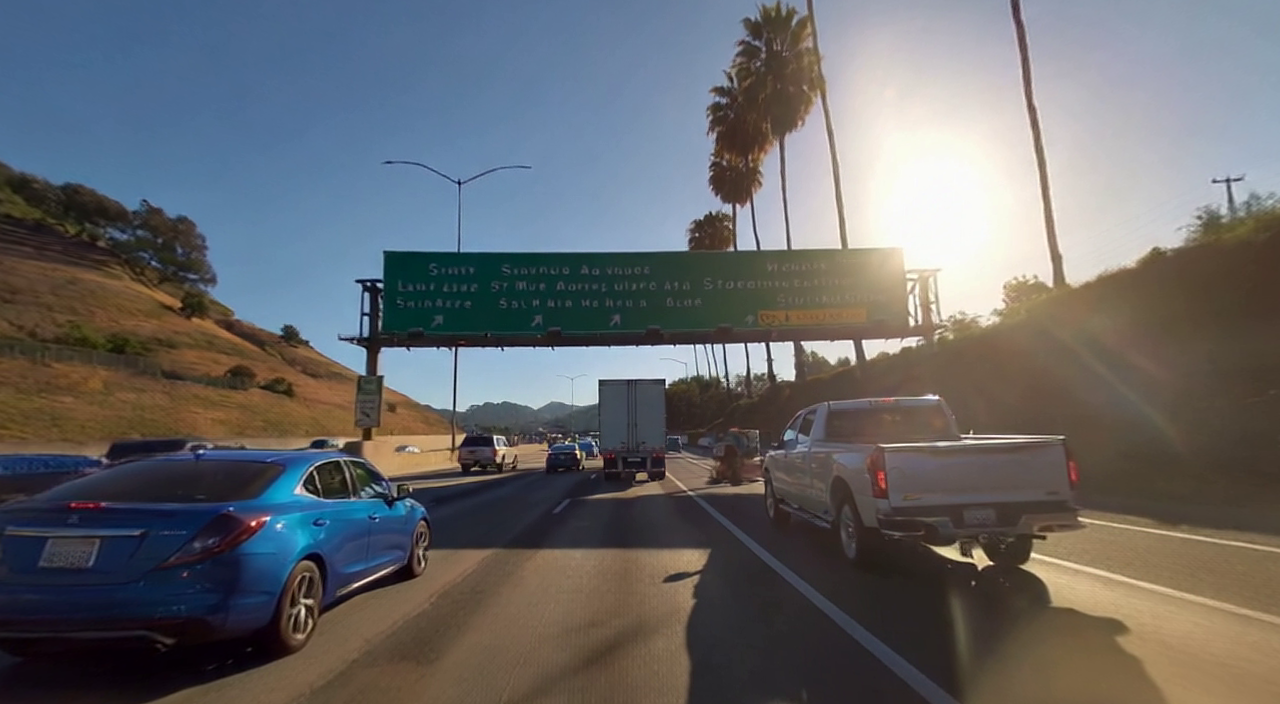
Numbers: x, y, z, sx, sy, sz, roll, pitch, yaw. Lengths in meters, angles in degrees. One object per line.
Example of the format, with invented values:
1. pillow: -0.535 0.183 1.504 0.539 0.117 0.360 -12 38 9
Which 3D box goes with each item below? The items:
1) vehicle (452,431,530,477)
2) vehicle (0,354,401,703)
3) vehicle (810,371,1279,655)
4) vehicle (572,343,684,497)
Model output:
1. vehicle: -6.945 4.843 30.175 2.344 1.954 5.579 0 -9 0
2. vehicle: -3.221 1.106 3.904 1.885 1.654 4.103 0 -9 0
3. vehicle: 3.123 1.159 5.577 1.859 1.416 4.695 0 -9 -1
4. vehicle: -0.259 2.586 22.004 2.906 4.040 10.743 0 -9 1
